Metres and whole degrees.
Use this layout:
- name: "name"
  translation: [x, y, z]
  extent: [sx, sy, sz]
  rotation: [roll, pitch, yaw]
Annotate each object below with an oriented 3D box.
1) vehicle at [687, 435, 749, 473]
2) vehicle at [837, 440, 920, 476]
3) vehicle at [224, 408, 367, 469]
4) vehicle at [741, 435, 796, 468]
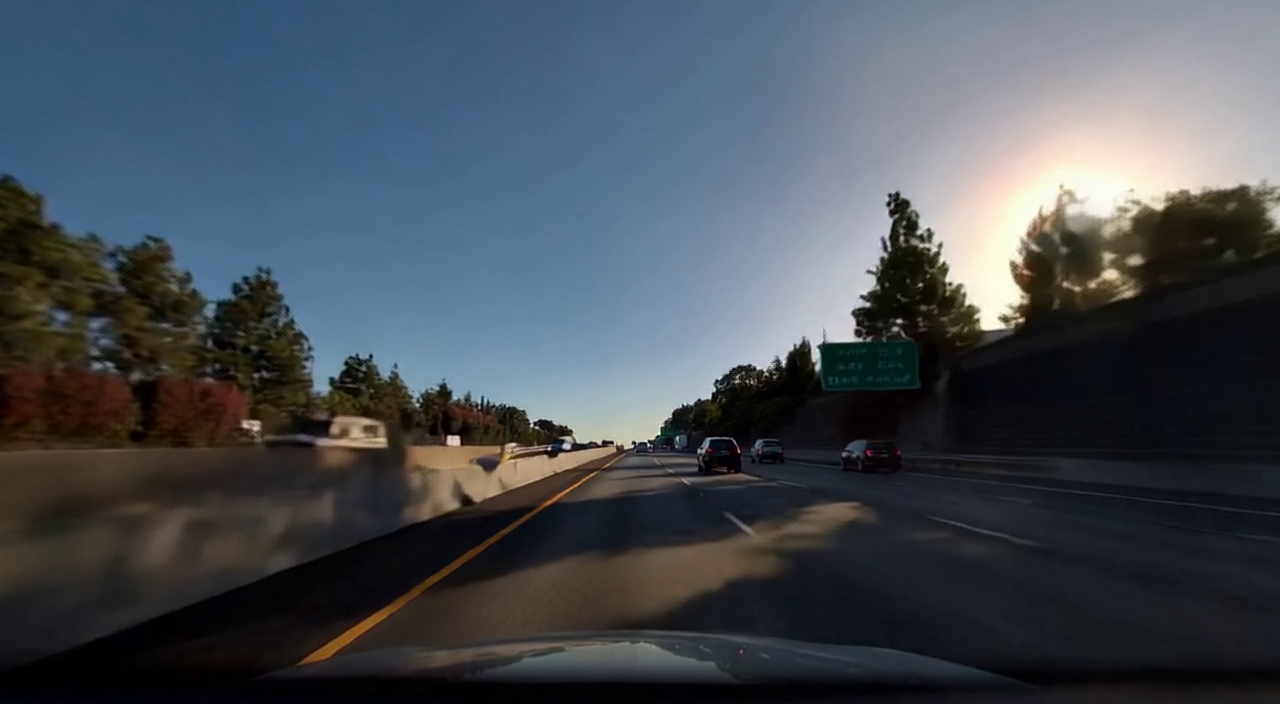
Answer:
- name: "vehicle"
  translation: [3.581, 4.786, 29.780]
  extent: [2.326, 1.644, 4.206]
  rotation: [0, -9, -1]
- name: "vehicle"
  translation: [10.554, 4.706, 28.281]
  extent: [1.970, 1.479, 4.480]
  rotation: [0, -8, 0]
- name: "vehicle"
  translation: [-9.965, 2.569, 18.641]
  extent: [1.919, 1.596, 3.866]
  rotation: [0, -9, 2]
- name: "vehicle"
  translation: [7.224, 5.670, 35.964]
  extent: [2.178, 1.749, 4.570]
  rotation: [0, -8, 0]
